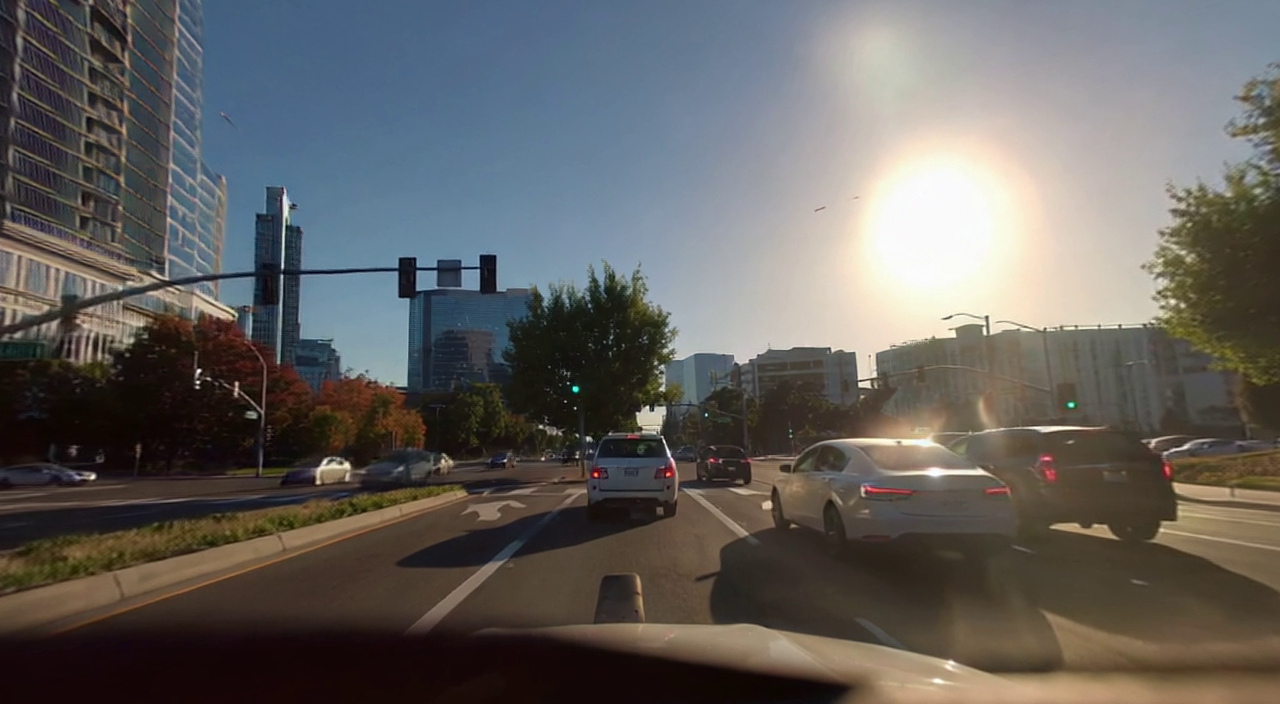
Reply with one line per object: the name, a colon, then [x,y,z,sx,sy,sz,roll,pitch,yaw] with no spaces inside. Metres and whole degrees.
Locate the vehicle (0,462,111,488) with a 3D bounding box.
vehicle: [-35.110,7.325,37.824,4.845,1.442,1.880,2,-9,-13]

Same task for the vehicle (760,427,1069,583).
vehicle: [3.254,1.915,8.864,2.034,1.558,4.774,0,-8,-2]

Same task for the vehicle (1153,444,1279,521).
vehicle: [14.482,2.887,14.193,2.125,1.592,4.428,0,-8,-1]

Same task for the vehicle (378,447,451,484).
vehicle: [-11.154,5.624,31.644,2.032,1.671,4.316,0,-8,0]

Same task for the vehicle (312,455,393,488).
vehicle: [-14.469,6.020,32.100,2.107,1.448,4.179,0,-8,0]

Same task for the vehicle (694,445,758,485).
vehicle: [3.503,4.697,26.518,2.004,1.523,4.263,0,-8,-1]

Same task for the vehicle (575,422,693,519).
vehicle: [-0.126,2.592,14.297,2.236,1.827,4.316,0,-8,0]
